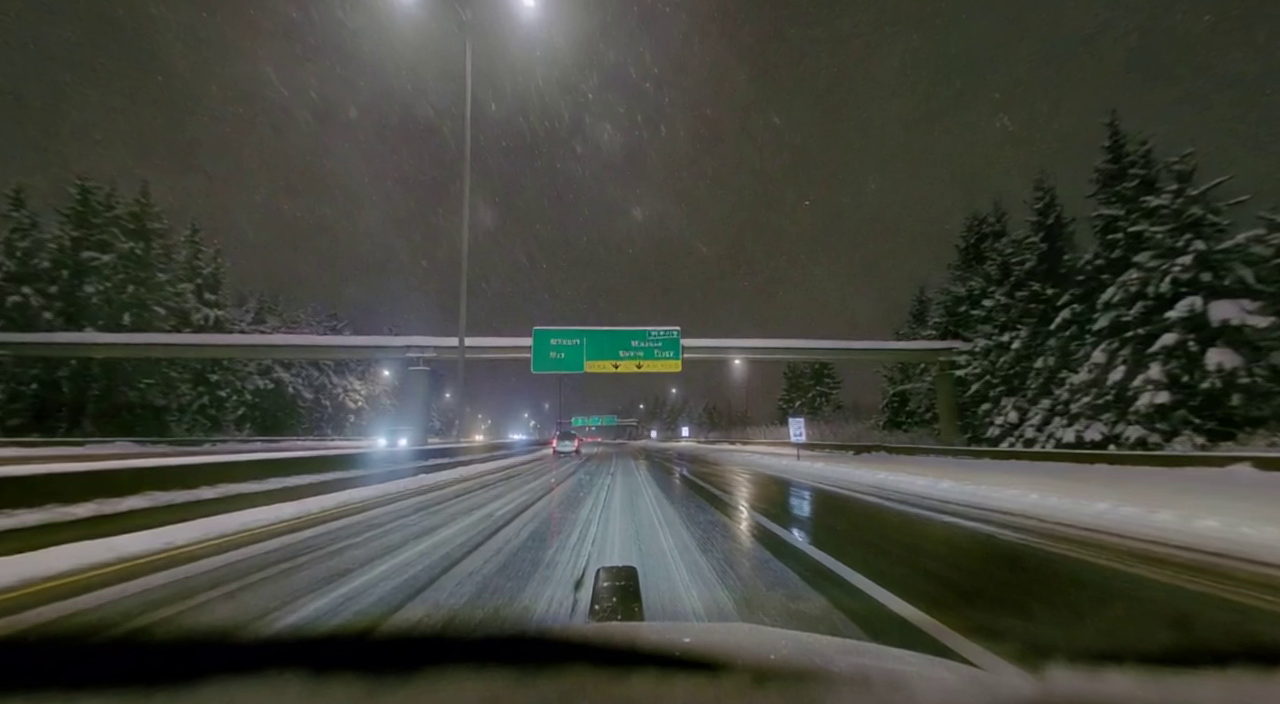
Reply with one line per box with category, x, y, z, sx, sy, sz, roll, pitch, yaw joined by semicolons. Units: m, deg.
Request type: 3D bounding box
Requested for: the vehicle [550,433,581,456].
vehicle;-5.283;6.620;45.060;1.878;1.548;3.966;0;-8;-1
